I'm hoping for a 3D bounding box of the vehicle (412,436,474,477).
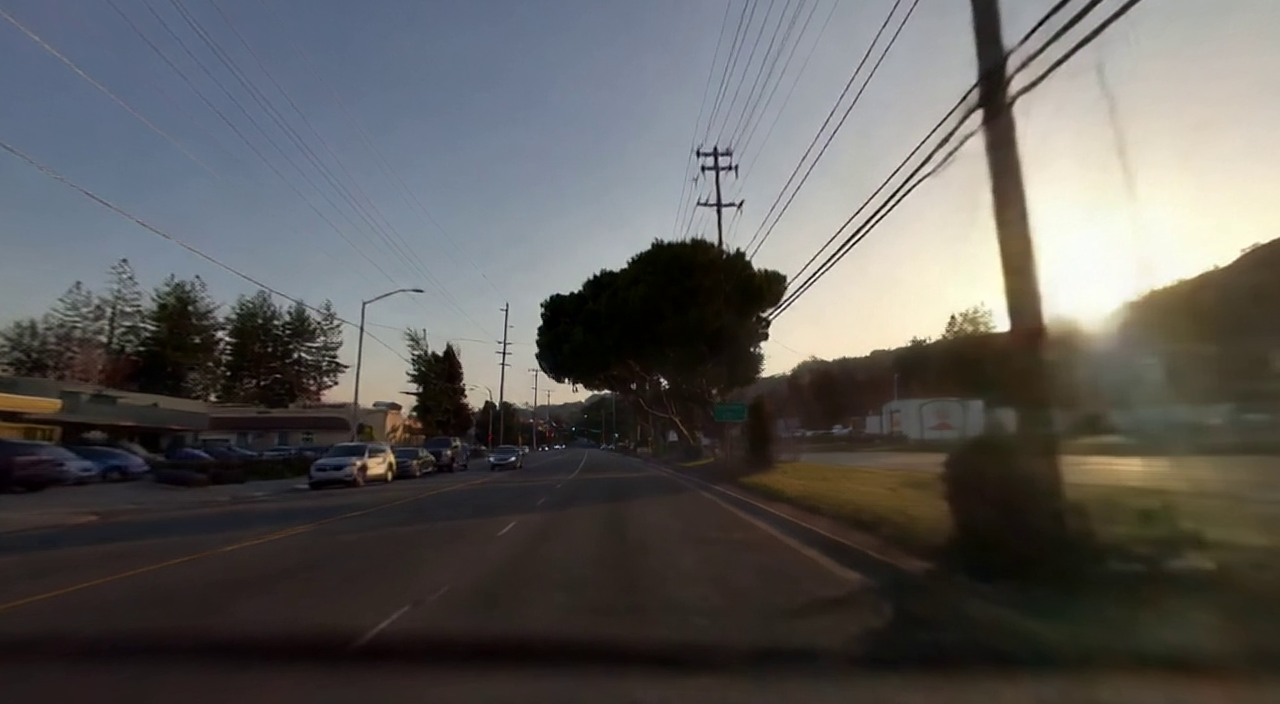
[{"bbox_3d":[-11.182,5.992,36.298,2.210,2.025,5.665,-2,-9,-5],"label":"vehicle"}]

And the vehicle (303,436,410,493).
[{"bbox_3d":[-10.427,4.149,23.734,2.016,1.872,5.297,1,-9,-6],"label":"vehicle"}]

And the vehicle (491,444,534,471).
[{"bbox_3d":[-7.677,6.395,38.384,1.849,1.512,4.302,0,-9,-2],"label":"vehicle"}]

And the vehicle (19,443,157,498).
[{"bbox_3d":[-17.924,3.869,20.812,1.985,1.455,4.636,0,-10,-23],"label":"vehicle"}]
